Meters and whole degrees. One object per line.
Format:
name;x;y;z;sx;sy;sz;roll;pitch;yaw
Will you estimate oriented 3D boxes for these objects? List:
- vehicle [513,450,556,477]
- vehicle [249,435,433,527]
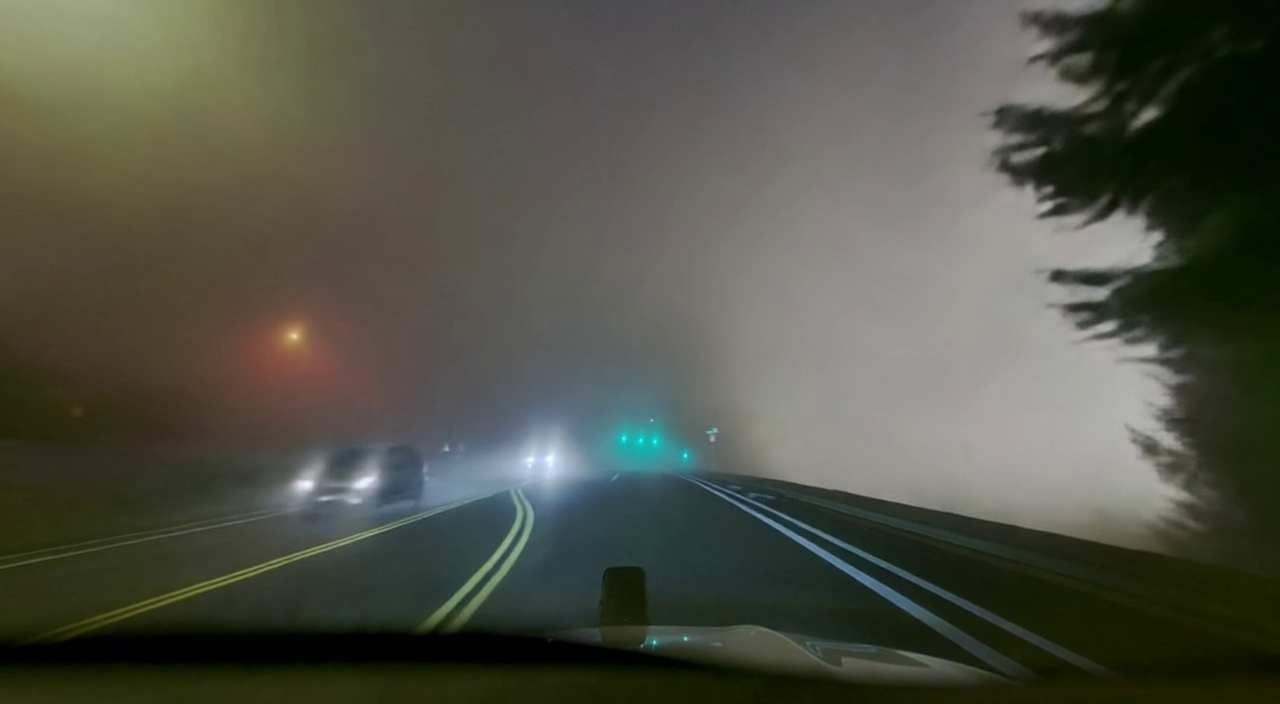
vehicle;-6.730;7.151;40.774;2.095;1.603;3.980;0;-9;0
vehicle;-6.203;2.691;13.731;1.972;1.684;4.144;0;-9;-1
